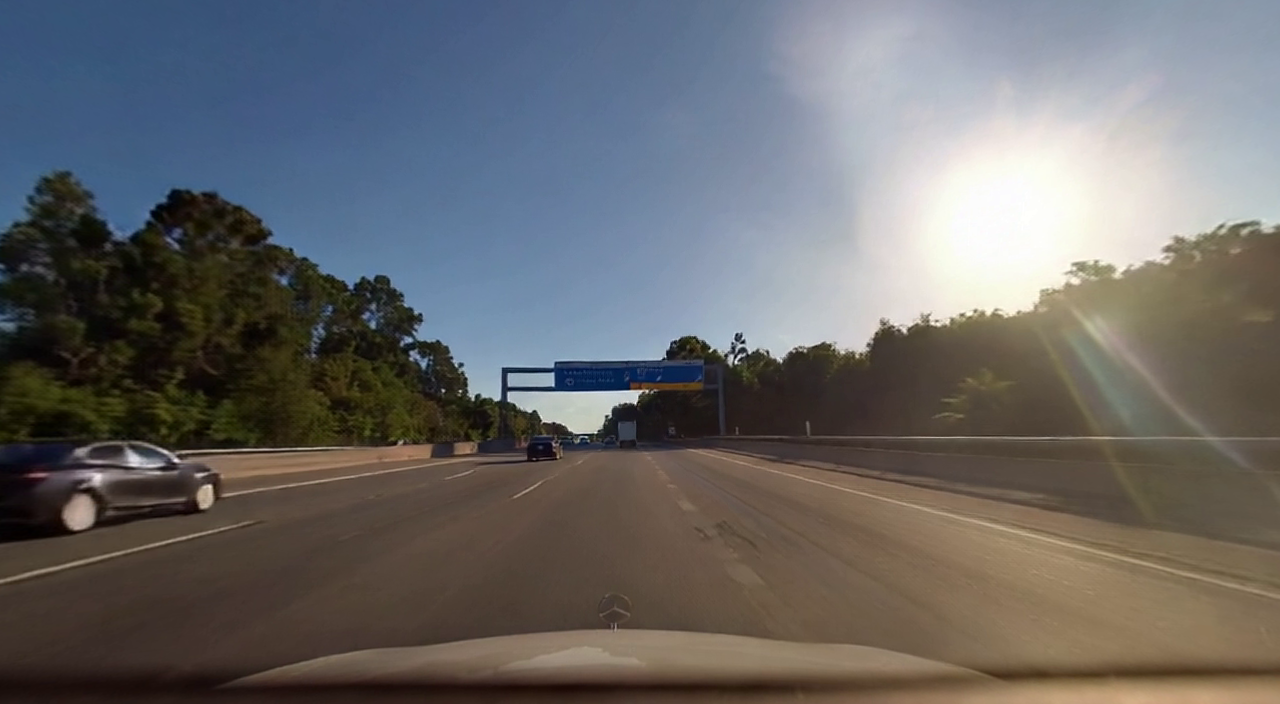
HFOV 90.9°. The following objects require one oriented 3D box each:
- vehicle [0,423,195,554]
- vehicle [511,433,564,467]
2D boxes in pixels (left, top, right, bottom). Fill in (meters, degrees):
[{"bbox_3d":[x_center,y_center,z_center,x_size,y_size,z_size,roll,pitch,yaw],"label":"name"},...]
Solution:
[{"bbox_3d":[-8.274,1.680,8.142,1.973,1.470,4.270,0,-7,-1],"label":"vehicle"},{"bbox_3d":[-4.858,4.677,30.290,1.912,1.495,3.703,0,-7,0],"label":"vehicle"}]
